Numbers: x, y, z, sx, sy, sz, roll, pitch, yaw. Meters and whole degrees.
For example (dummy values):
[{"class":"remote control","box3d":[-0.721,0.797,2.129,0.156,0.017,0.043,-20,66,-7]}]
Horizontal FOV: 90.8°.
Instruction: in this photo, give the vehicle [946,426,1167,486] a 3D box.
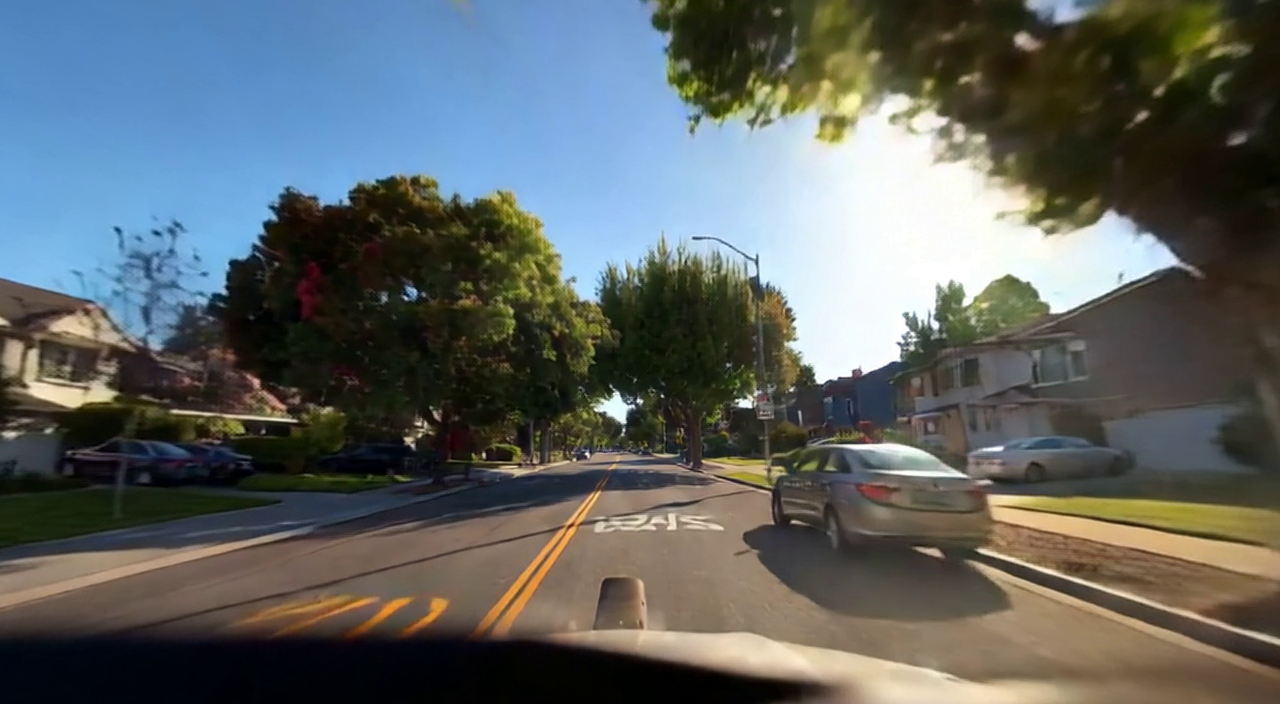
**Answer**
[{"class":"vehicle","box3d":[11.141,2.809,17.182,4.472,1.481,2.143,0,-8,0]}]

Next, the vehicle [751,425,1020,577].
[{"class":"vehicle","box3d":[3.071,1.951,9.192,1.988,1.618,4.567,0,-8,-1]}]

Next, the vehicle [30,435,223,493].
[{"class":"vehicle","box3d":[-16.314,3.565,20.284,4.331,1.738,2.067,0,-9,1]}]
